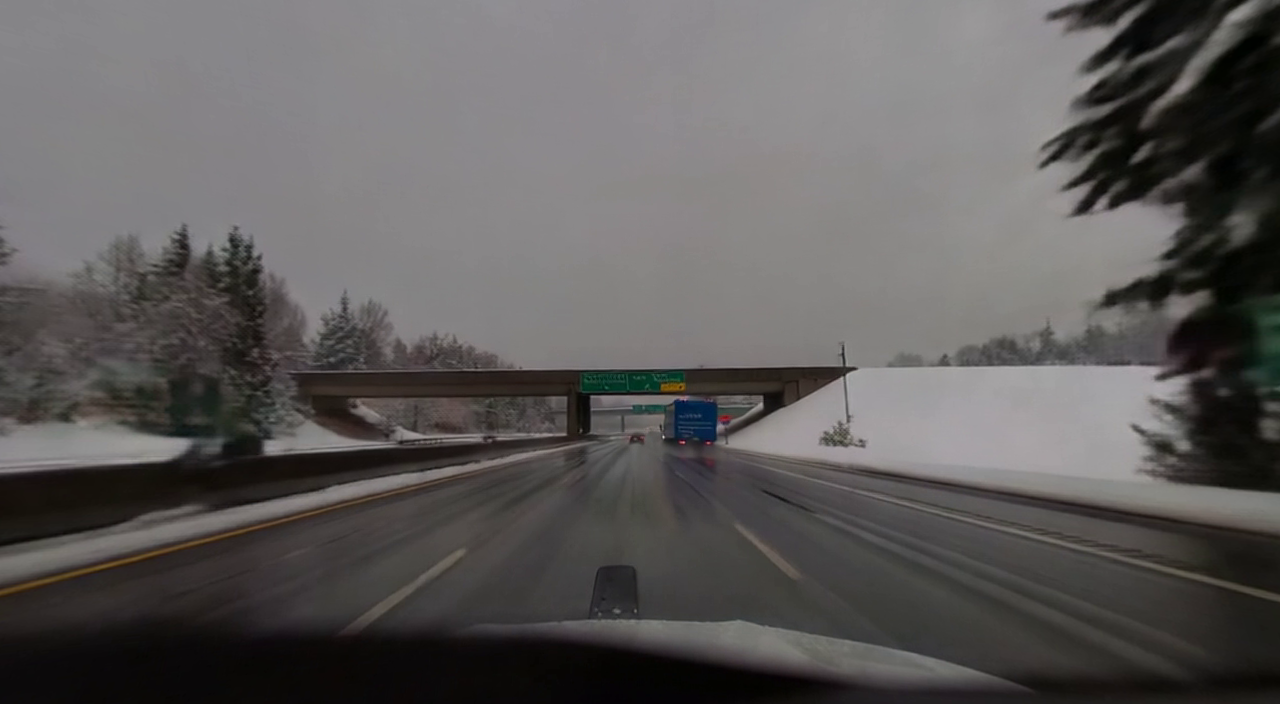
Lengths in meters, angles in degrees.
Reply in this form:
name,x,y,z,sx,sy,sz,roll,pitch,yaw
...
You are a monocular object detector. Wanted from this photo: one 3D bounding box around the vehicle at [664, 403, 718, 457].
name,x,y,z,sx,sy,sz,roll,pitch,yaw
vehicle,3.545,5.823,46.730,2.981,3.512,11.154,1,-8,-1
